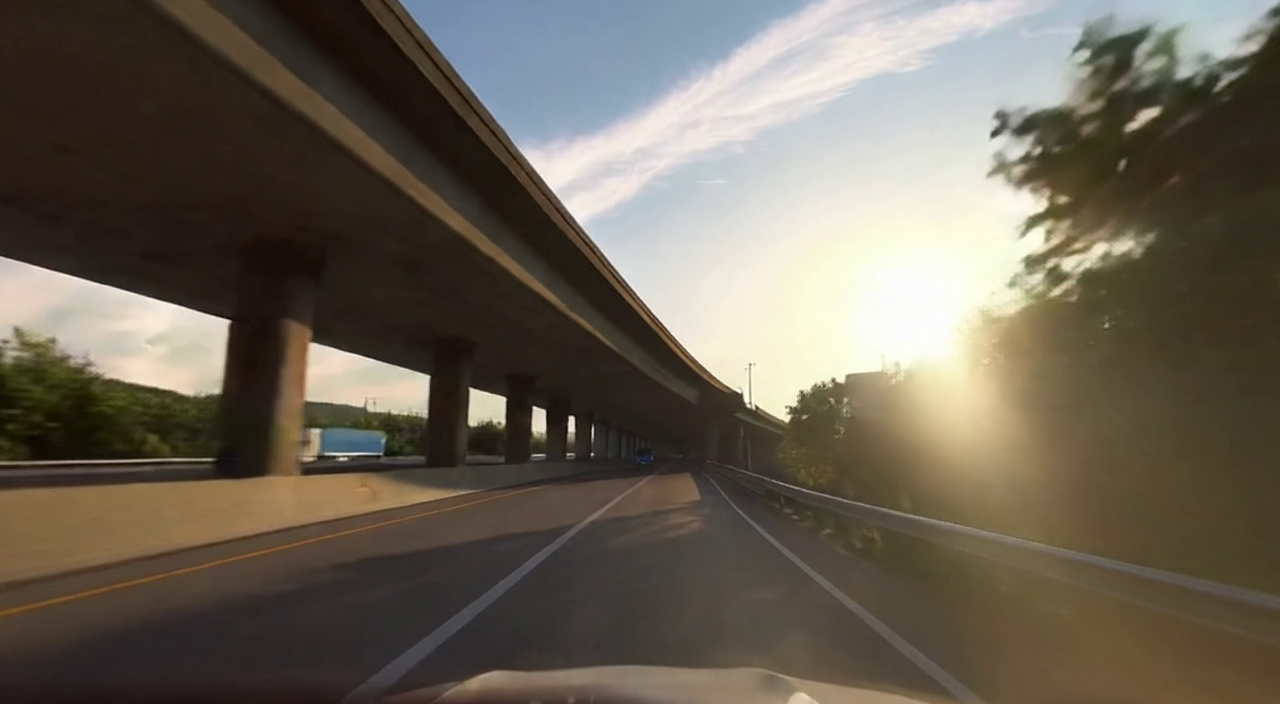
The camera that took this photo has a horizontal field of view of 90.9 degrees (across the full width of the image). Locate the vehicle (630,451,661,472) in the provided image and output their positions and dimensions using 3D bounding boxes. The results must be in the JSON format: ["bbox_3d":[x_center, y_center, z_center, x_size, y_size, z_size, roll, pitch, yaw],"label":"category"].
[{"bbox_3d":[0.451,8.011,46.251,1.940,1.444,4.024,-1,-9,5],"label":"vehicle"}]
